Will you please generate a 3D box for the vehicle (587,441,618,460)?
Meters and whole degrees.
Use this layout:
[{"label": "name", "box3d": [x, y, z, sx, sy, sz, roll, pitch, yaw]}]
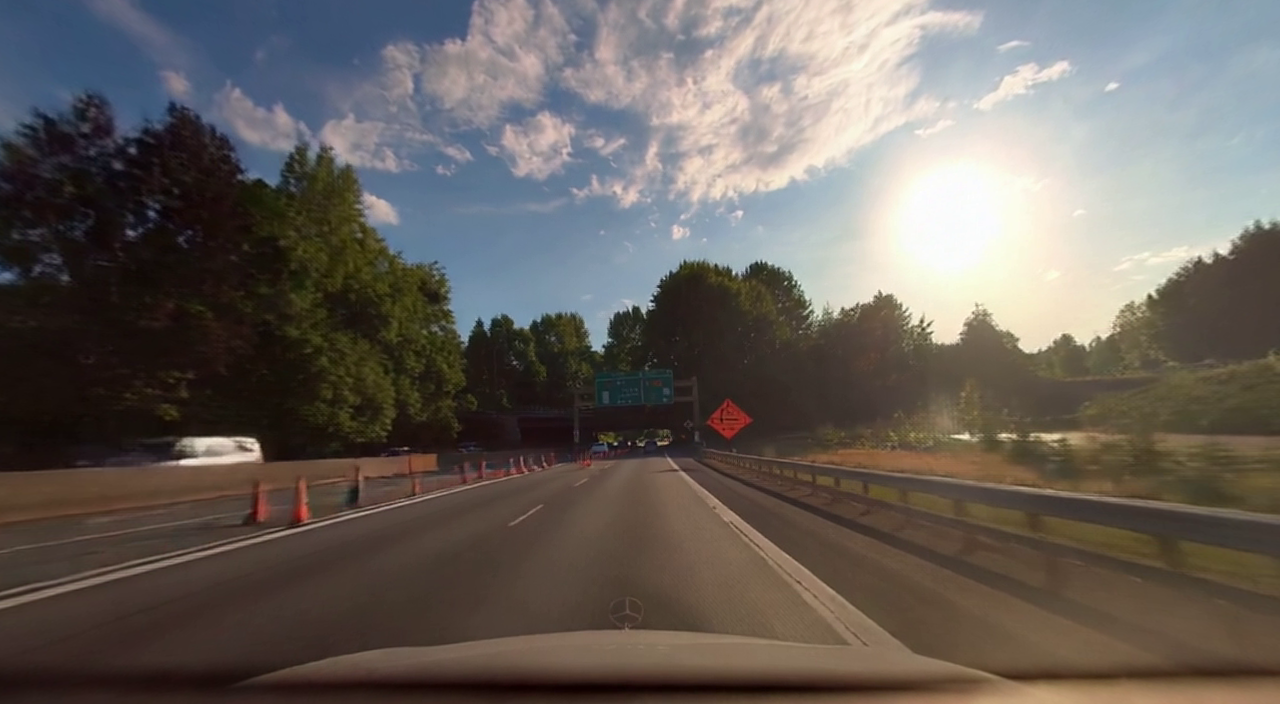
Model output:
[{"label": "vehicle", "box3d": [-2.886, 7.765, 49.804, 2.118, 1.475, 4.263, 0, -8, 1]}]
